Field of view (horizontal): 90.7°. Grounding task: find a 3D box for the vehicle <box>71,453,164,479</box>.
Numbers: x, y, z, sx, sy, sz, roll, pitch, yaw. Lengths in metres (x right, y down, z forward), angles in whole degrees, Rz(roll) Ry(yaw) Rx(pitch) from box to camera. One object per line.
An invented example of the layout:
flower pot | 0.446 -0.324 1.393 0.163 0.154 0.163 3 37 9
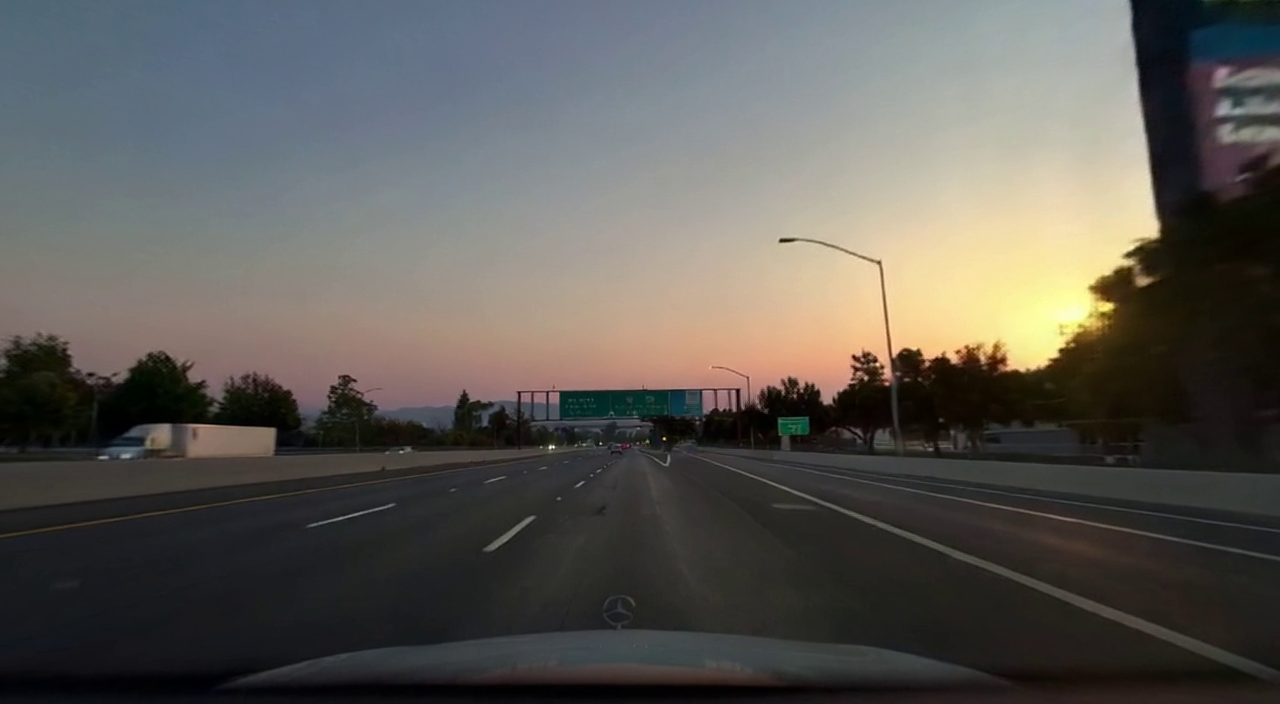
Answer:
vehicle | -32.480 7.081 39.534 1.820 1.473 4.740 0 -8 0

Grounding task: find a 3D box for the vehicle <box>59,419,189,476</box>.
vehicle | -39.609 7.374 49.099 3.028 3.981 8.242 0 -8 0
